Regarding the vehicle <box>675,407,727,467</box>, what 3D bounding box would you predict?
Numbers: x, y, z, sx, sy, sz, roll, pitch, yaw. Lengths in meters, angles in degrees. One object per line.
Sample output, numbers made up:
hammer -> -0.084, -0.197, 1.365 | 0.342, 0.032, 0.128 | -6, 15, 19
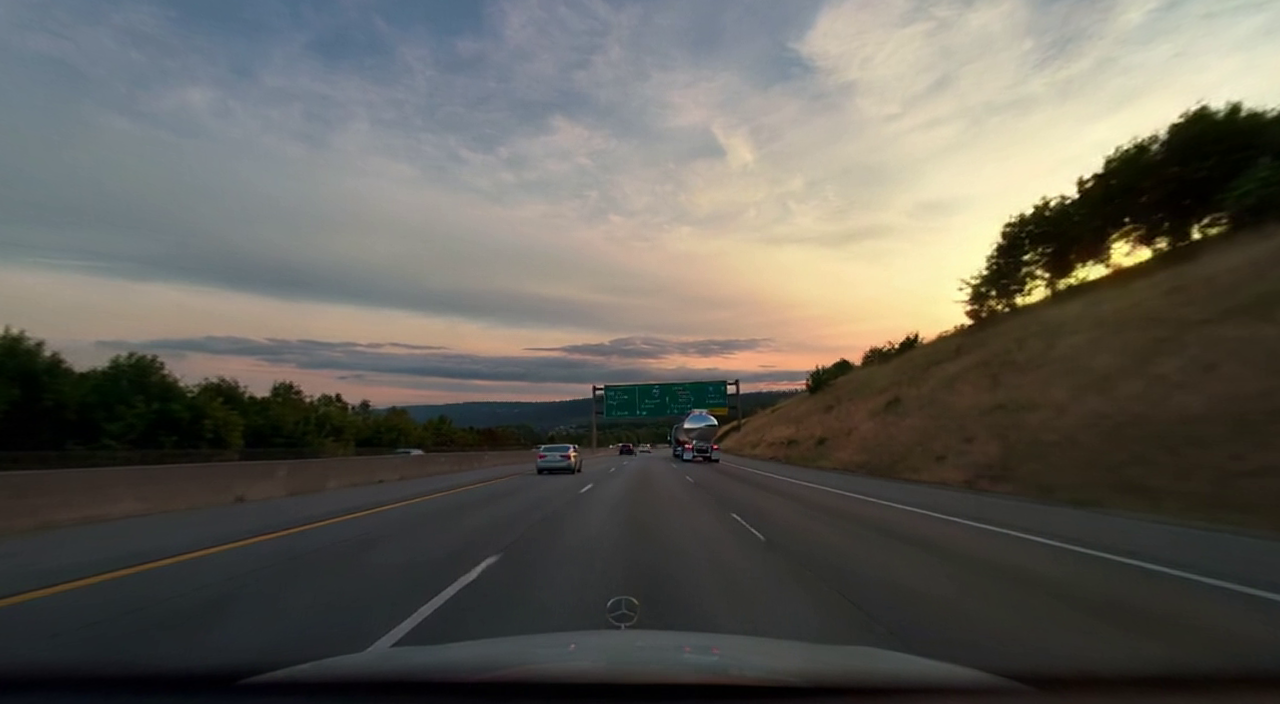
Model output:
vehicle -> 4.058, 6.056, 44.356 | 2.759, 3.734, 9.708 | 0, -9, 0

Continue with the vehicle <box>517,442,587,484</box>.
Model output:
vehicle -> -3.322, 4.300, 24.748 | 1.986, 1.458, 4.506 | 0, -9, 1
